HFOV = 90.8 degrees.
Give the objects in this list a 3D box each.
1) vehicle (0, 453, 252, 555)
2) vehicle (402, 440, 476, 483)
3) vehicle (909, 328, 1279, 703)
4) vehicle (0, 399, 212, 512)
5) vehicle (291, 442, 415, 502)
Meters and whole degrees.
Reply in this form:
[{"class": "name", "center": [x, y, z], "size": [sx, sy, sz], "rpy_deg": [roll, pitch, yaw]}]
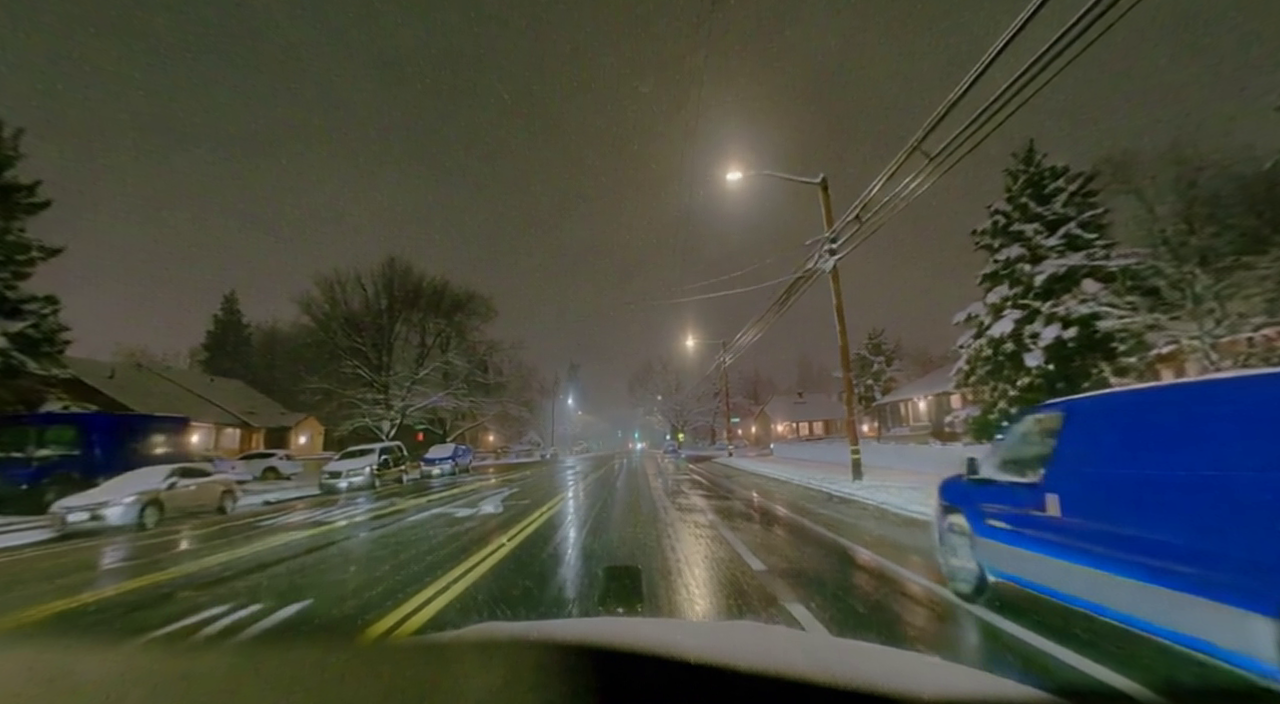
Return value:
[{"class": "vehicle", "center": [-11.253, 3.233, 14.205], "size": [2.186, 1.532, 4.751], "rpy_deg": [-5, -7, -2]}, {"class": "vehicle", "center": [-11.086, 6.022, 35.375], "size": [2.241, 1.944, 5.709], "rpy_deg": [-5, -7, 0]}, {"class": "vehicle", "center": [3.930, 0.980, 3.479], "size": [2.407, 1.926, 5.615], "rpy_deg": [0, -8, 0]}, {"class": "vehicle", "center": [-17.997, 3.374, 20.986], "size": [2.725, 3.122, 6.348], "rpy_deg": [-2, -8, 5]}, {"class": "vehicle", "center": [-11.096, 4.610, 25.044], "size": [2.341, 1.835, 5.570], "rpy_deg": [-3, -7, 0]}]
